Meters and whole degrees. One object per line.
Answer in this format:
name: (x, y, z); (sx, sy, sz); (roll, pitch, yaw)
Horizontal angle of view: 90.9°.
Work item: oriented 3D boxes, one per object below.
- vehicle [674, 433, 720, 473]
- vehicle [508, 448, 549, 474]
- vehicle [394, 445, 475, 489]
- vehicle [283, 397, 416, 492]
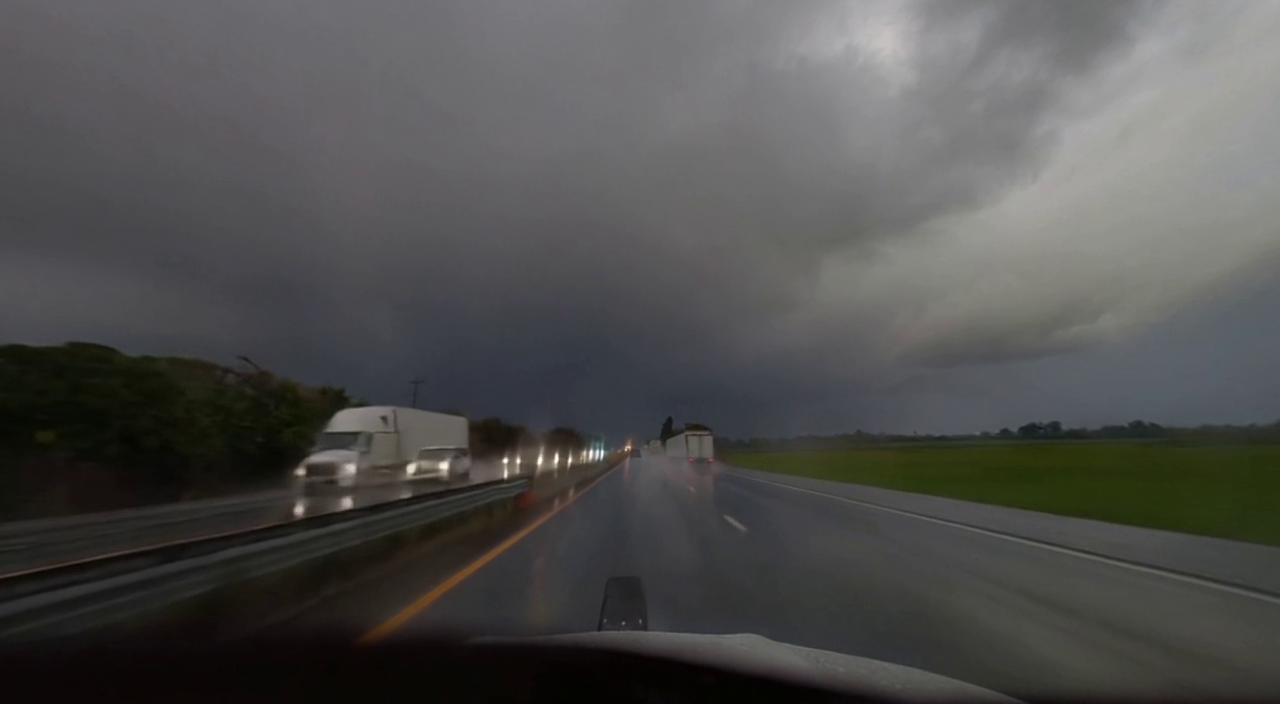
vehicle: (3.823, 6.948, 43.413); (2.472, 2.562, 5.594); (0, -9, -2)
vehicle: (-8.515, 8.358, 48.688); (2.140, 1.850, 5.186); (0, -9, 1)
vehicle: (-9.142, 5.126, 28.518); (2.072, 1.794, 4.732); (0, -9, -1)
vehicle: (-13.263, 4.332, 29.460); (3.328, 3.980, 5.765); (0, -9, 0)
